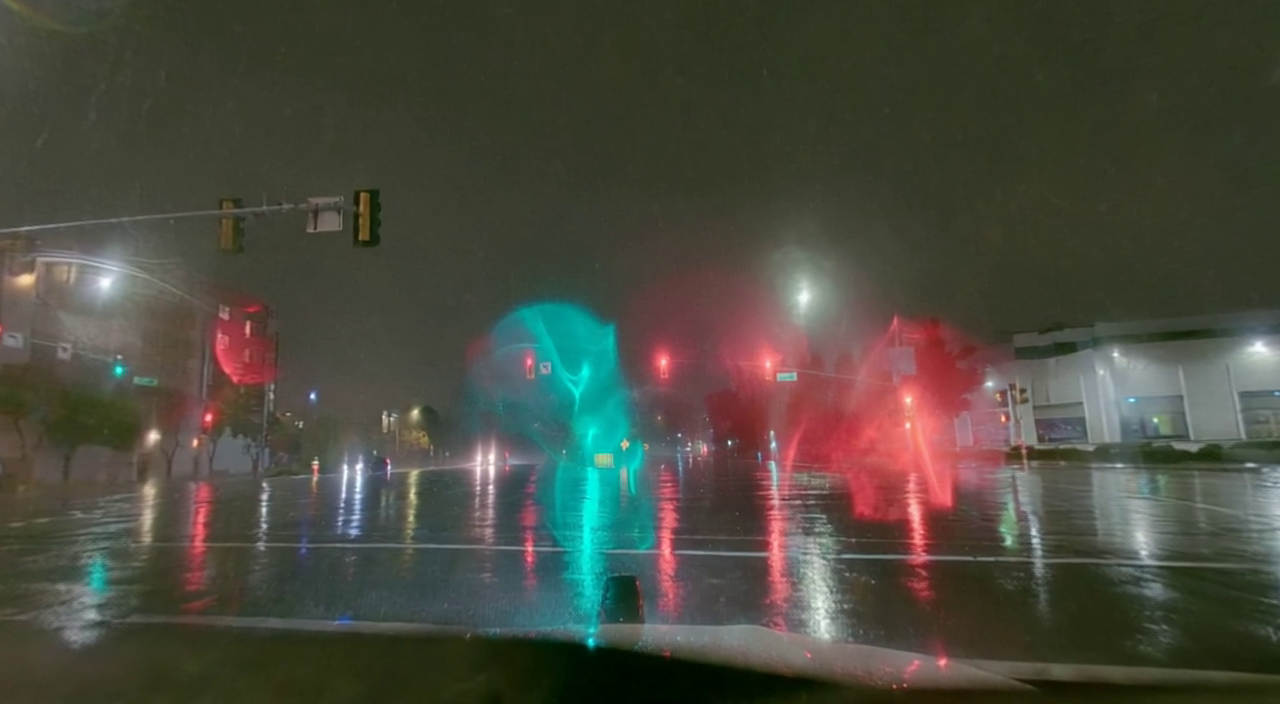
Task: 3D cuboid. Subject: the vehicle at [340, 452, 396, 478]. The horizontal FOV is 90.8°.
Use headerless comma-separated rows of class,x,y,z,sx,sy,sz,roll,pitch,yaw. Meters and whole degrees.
vehicle,-18.861,7.825,43.990,1.933,1.664,4.255,0,-9,1
